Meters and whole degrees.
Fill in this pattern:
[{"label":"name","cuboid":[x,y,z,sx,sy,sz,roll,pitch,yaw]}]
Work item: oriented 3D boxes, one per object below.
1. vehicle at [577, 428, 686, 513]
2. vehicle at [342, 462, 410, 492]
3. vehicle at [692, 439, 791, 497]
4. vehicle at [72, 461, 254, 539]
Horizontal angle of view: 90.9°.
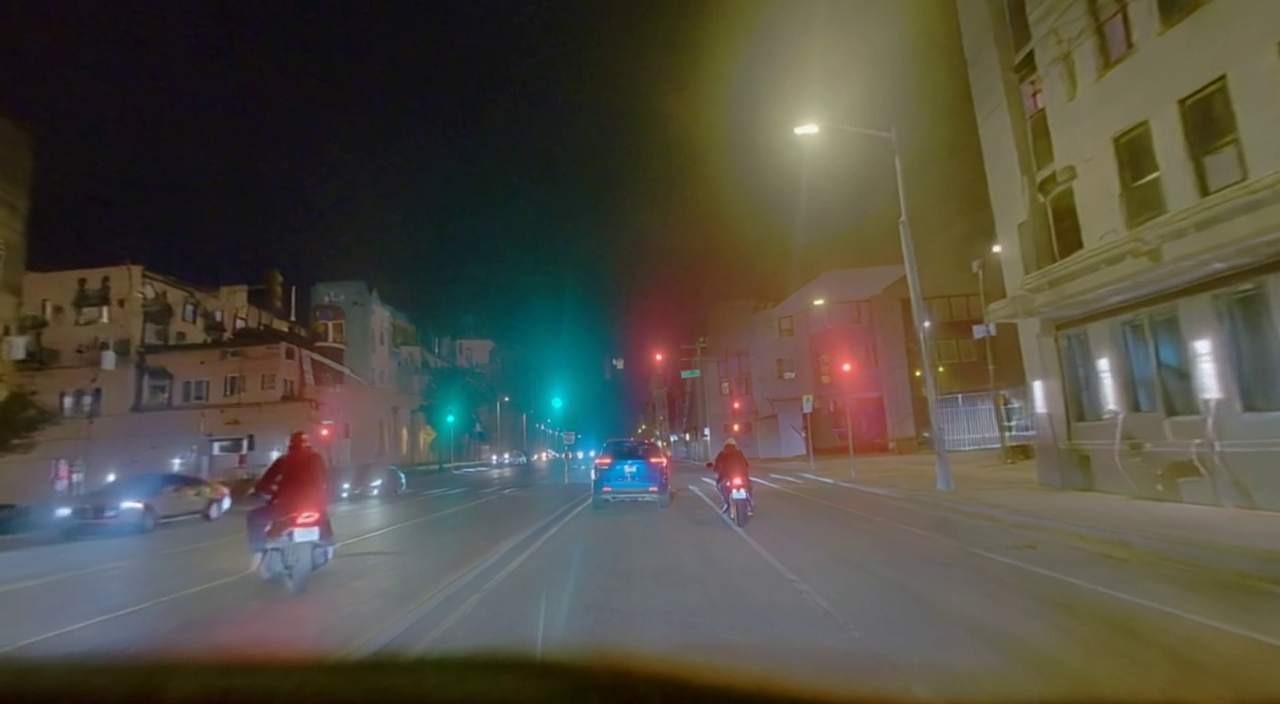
[{"label":"vehicle","cuboid":[-0.164,2.781,15.252,2.265,1.748,4.130,0,-9,1]},{"label":"vehicle","cuboid":[-14.896,7.052,35.881,1.963,1.492,4.885,0,-9,-3]},{"label":"vehicle","cuboid":[2.873,3.387,18.847,2.101,1.507,4.355,0,-9,-2]},{"label":"vehicle","cuboid":[-13.141,4.029,17.810,1.871,1.786,4.386,0,-9,-4]}]
